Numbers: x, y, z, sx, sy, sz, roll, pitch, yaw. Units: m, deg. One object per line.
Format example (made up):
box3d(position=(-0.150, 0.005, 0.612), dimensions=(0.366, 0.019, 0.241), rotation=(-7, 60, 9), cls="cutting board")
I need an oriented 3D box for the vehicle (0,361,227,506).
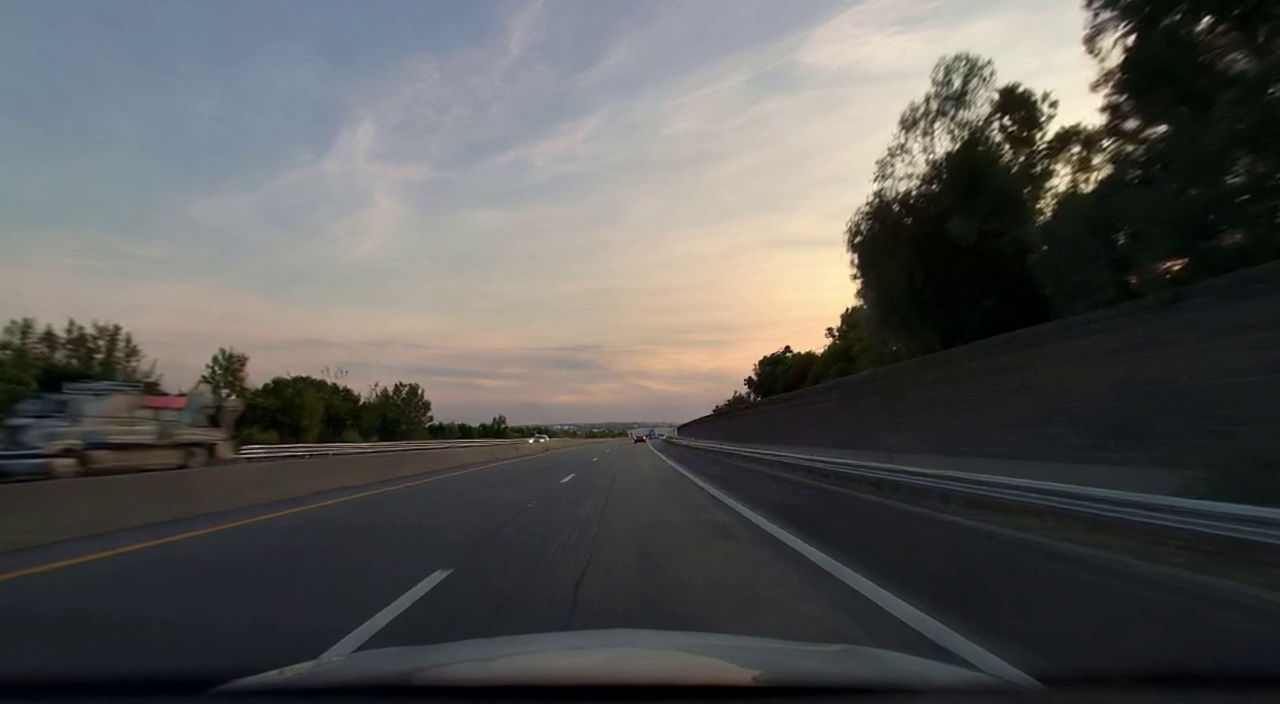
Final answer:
box3d(position=(-16.363, 2.446, 18.804), dimensions=(2.782, 3.438, 7.770), rotation=(0, -8, -2), cls="vehicle")
